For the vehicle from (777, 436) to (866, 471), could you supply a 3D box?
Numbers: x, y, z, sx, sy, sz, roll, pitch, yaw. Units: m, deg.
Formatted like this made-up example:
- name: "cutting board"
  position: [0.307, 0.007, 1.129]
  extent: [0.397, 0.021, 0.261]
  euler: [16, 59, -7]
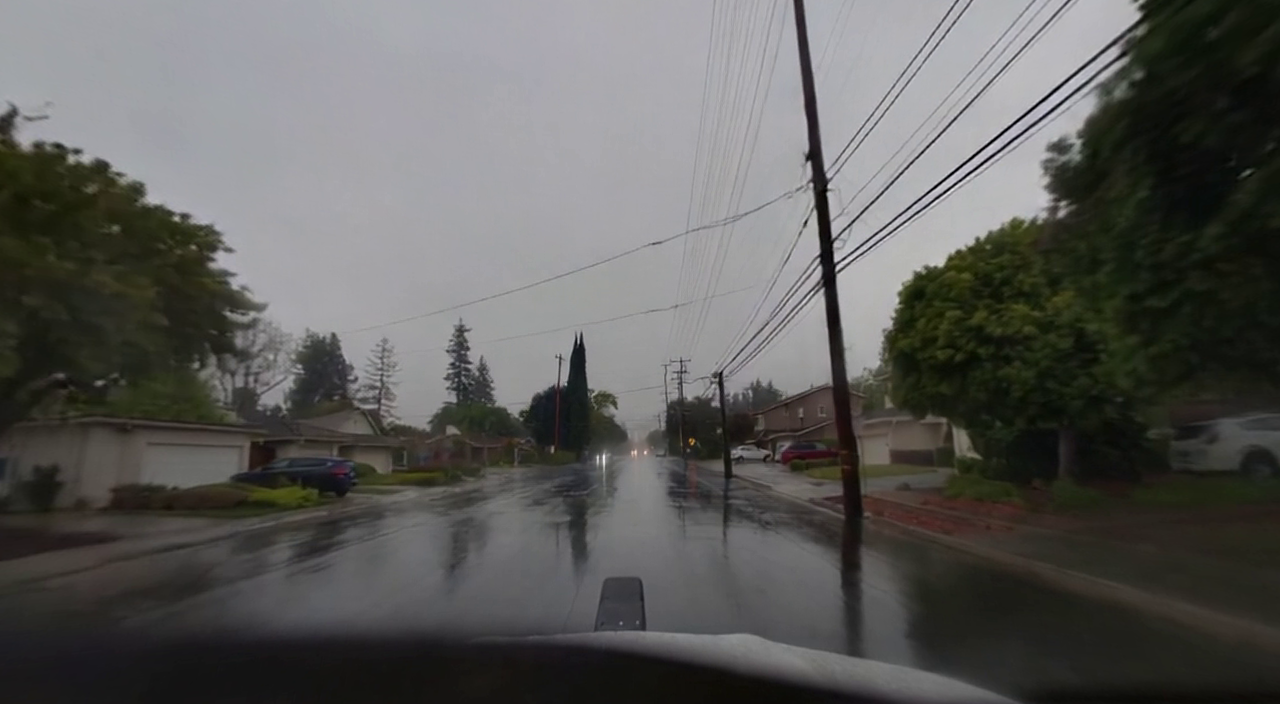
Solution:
- name: "vehicle"
  position: [10.605, 5.964, 37.251]
  extent: [4.686, 1.786, 2.019]
  euler: [-3, -9, 6]

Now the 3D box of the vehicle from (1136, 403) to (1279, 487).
- name: "vehicle"
  position: [14.531, 2.152, 14.502]
  extent: [4.373, 1.759, 2.093]
  euler: [0, -9, 3]

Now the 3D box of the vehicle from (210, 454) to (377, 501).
- name: "vehicle"
  position: [-12.536, 4.552, 23.083]
  extent: [4.893, 1.567, 2.105]
  euler: [-1, -9, 5]
